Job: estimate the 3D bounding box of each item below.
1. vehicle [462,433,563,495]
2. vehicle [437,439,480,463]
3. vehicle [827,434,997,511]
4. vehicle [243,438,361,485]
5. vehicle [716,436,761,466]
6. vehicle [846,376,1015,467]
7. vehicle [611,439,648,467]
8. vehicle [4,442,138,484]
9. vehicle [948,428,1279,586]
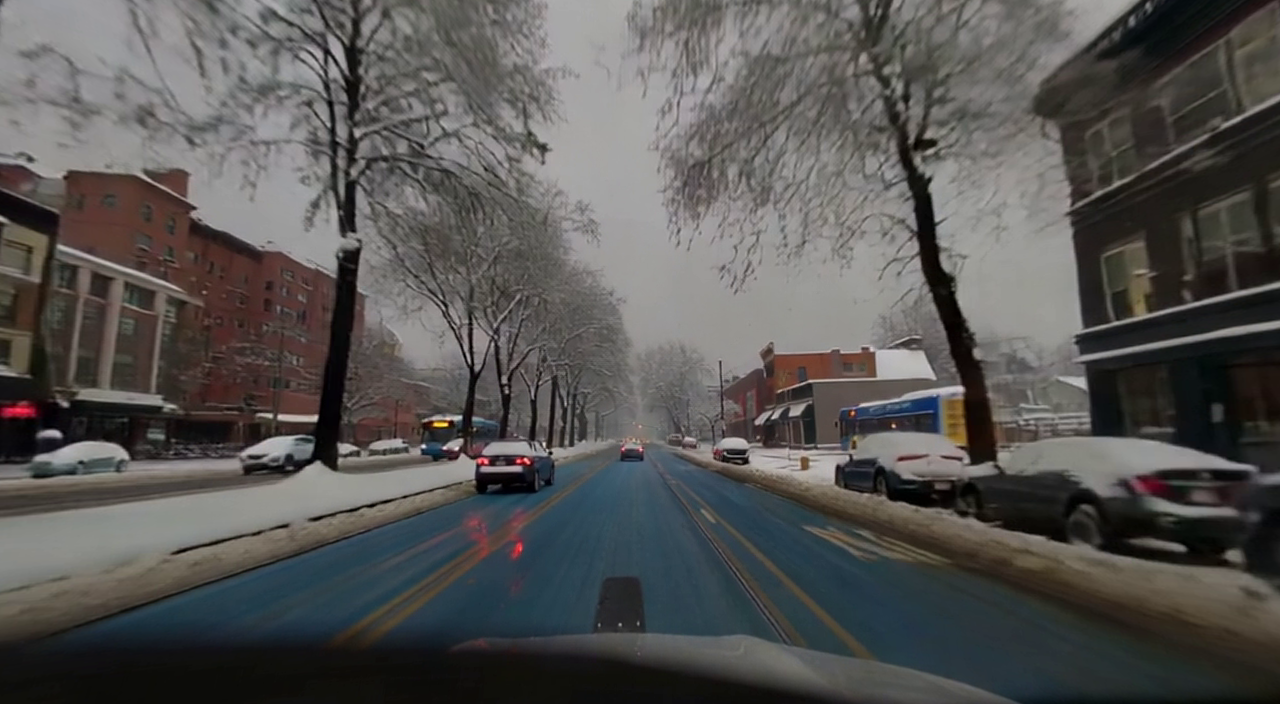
[{"bbox_3d":[-3.446,3.114,17.981,1.934,1.522,4.287,0,-8,1],"label":"vehicle"},{"bbox_3d":[-12.077,6.609,42.223,1.797,1.532,3.869,0,-8,-1],"label":"vehicle"},{"bbox_3d":[6.320,2.827,15.342,2.130,1.584,4.181,0,-8,-2],"label":"vehicle"},{"bbox_3d":[-11.692,3.790,22.260,1.804,1.462,4.392,0,-8,-2],"label":"vehicle"},{"bbox_3d":[6.451,6.560,42.061,2.206,1.803,5.753,0,-8,1],"label":"vehicle"},{"bbox_3d":[17.784,4.705,41.156,3.225,4.571,16.558,-2,-8,0],"label":"vehicle"},{"bbox_3d":[-0.554,5.855,36.782,1.999,1.520,3.896,0,-8,1],"label":"vehicle"},{"bbox_3d":[-21.958,4.268,24.601,1.671,1.474,3.726,0,-8,0],"label":"vehicle"},{"bbox_3d":[6.561,1.930,8.853,2.077,1.596,4.625,0,-8,-1],"label":"vehicle"}]
